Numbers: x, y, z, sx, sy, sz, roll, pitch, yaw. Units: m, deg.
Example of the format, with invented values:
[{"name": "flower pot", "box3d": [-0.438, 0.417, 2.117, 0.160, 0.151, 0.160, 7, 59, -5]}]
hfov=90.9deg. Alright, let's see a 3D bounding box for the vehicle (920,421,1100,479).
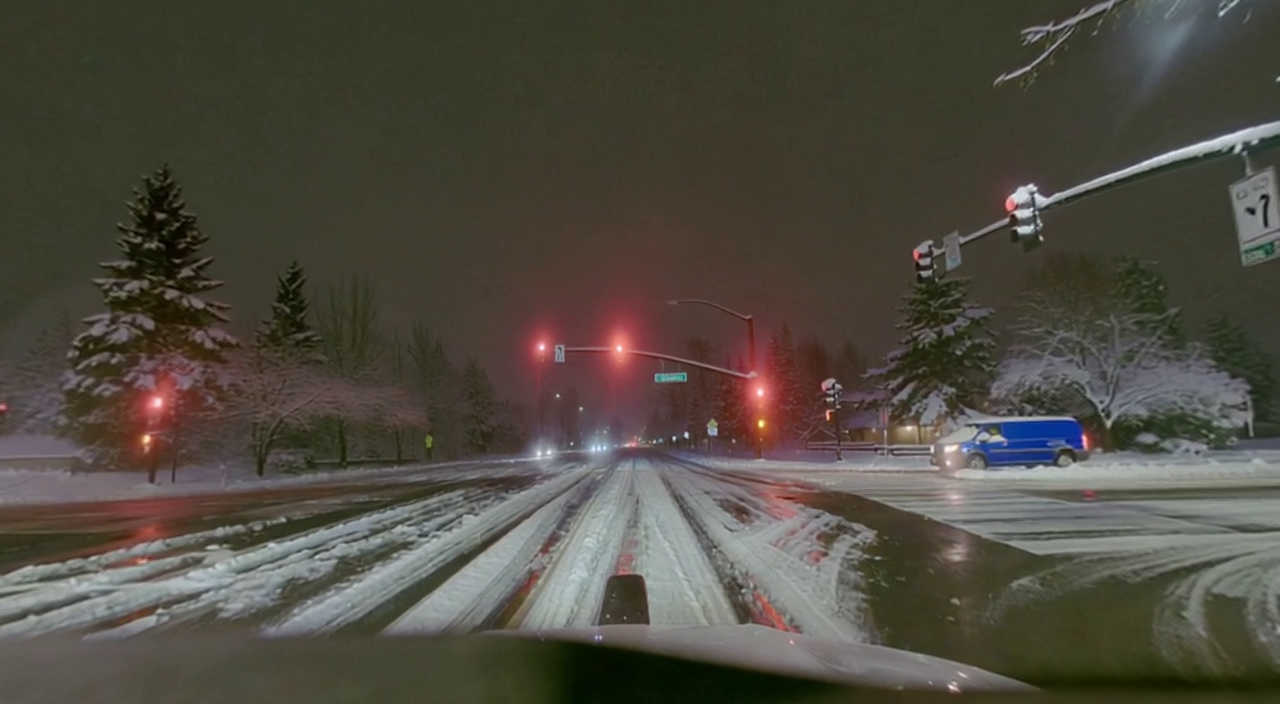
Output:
[{"name": "vehicle", "box3d": [12.288, 3.287, 21.205, 4.790, 1.798, 1.909, 0, -8, 1]}]
